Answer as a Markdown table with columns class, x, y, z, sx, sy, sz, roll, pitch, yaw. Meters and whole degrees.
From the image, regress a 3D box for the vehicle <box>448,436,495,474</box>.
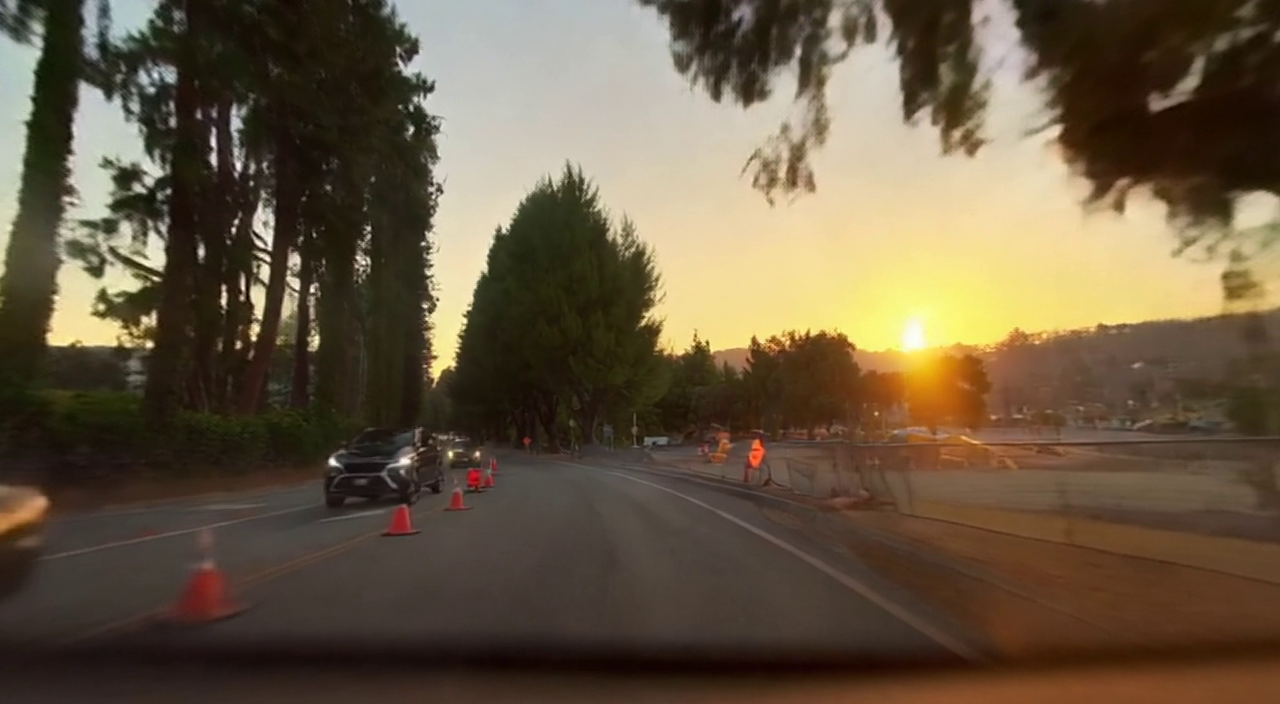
| class | x | y | z | sx | sy | sz | roll | pitch | yaw |
| --- | --- | --- | --- | --- | --- | --- | --- | --- | --- |
| vehicle | -9.081 | 5.578 | 34.440 | 2.193 | 1.885 | 4.474 | 1 | -9 | -12 |

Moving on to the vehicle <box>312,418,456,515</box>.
| class | x | y | z | sx | sy | sz | roll | pitch | yaw |
| --- | --- | --- | --- | --- | --- | --- | --- | --- | --- |
| vehicle | -6.510 | 2.945 | 16.771 | 2.260 | 2.162 | 4.555 | 0 | -8 | -6 |

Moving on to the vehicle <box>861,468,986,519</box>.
| class | x | y | z | sx | sy | sz | roll | pitch | yaw |
| --- | --- | --- | --- | --- | --- | --- | --- | --- | --- |
| vehicle | 11.901 | 5.894 | 26.573 | 4.549 | 1.745 | 1.960 | 2 | -5 | -16 |
